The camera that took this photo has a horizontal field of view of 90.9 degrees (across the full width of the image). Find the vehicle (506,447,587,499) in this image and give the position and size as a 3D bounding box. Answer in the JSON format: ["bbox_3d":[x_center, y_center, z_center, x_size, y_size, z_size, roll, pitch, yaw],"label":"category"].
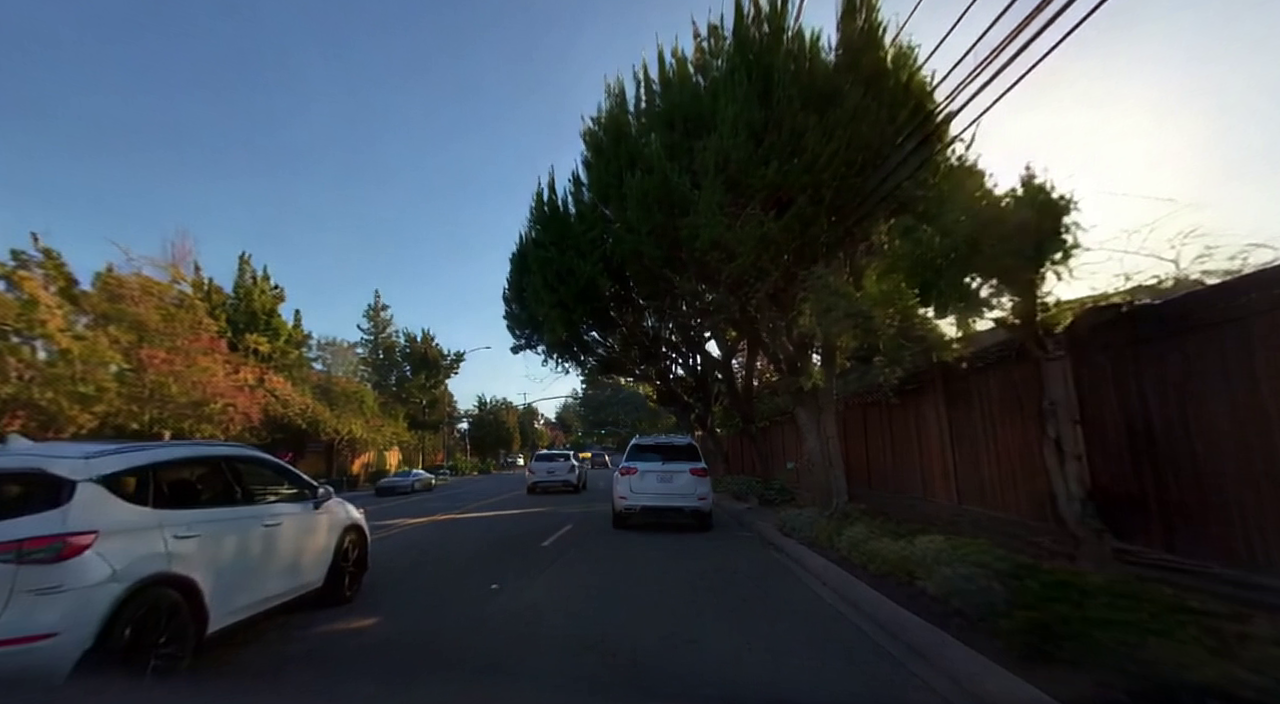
[{"bbox_3d":[-2.934,3.891,20.692,1.979,1.489,4.006,0,-9,1],"label":"vehicle"}]

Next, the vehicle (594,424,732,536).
[{"bbox_3d":[0.385,2.345,12.120,2.174,1.749,4.113,0,-9,1],"label":"vehicle"}]

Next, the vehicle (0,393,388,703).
[{"bbox_3d":[-3.344,1.129,3.538,2.033,1.574,4.132,0,-9,2],"label":"vehicle"}]
